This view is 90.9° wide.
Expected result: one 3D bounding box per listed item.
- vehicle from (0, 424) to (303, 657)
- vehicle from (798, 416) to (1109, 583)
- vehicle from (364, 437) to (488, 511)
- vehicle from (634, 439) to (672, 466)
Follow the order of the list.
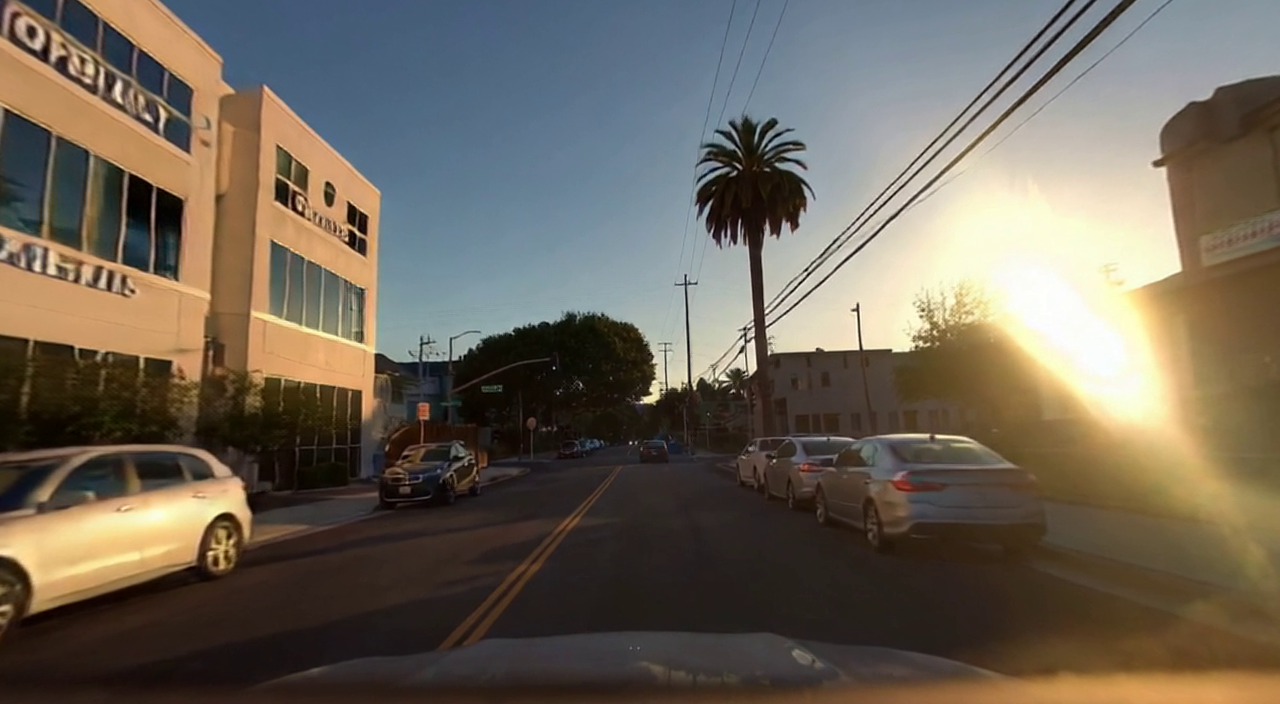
[{"bbox_3d":[-6.209,1.803,6.913,2.007,1.876,5.361,0,-8,1],"label":"vehicle"},{"bbox_3d":[3.690,1.807,8.687,1.948,1.607,4.873,-1,-8,3],"label":"vehicle"},{"bbox_3d":[-6.074,3.495,18.632,2.126,1.864,4.831,0,-8,-2],"label":"vehicle"},{"bbox_3d":[0.733,6.021,37.901,2.125,1.524,4.404,0,-8,0],"label":"vehicle"}]
